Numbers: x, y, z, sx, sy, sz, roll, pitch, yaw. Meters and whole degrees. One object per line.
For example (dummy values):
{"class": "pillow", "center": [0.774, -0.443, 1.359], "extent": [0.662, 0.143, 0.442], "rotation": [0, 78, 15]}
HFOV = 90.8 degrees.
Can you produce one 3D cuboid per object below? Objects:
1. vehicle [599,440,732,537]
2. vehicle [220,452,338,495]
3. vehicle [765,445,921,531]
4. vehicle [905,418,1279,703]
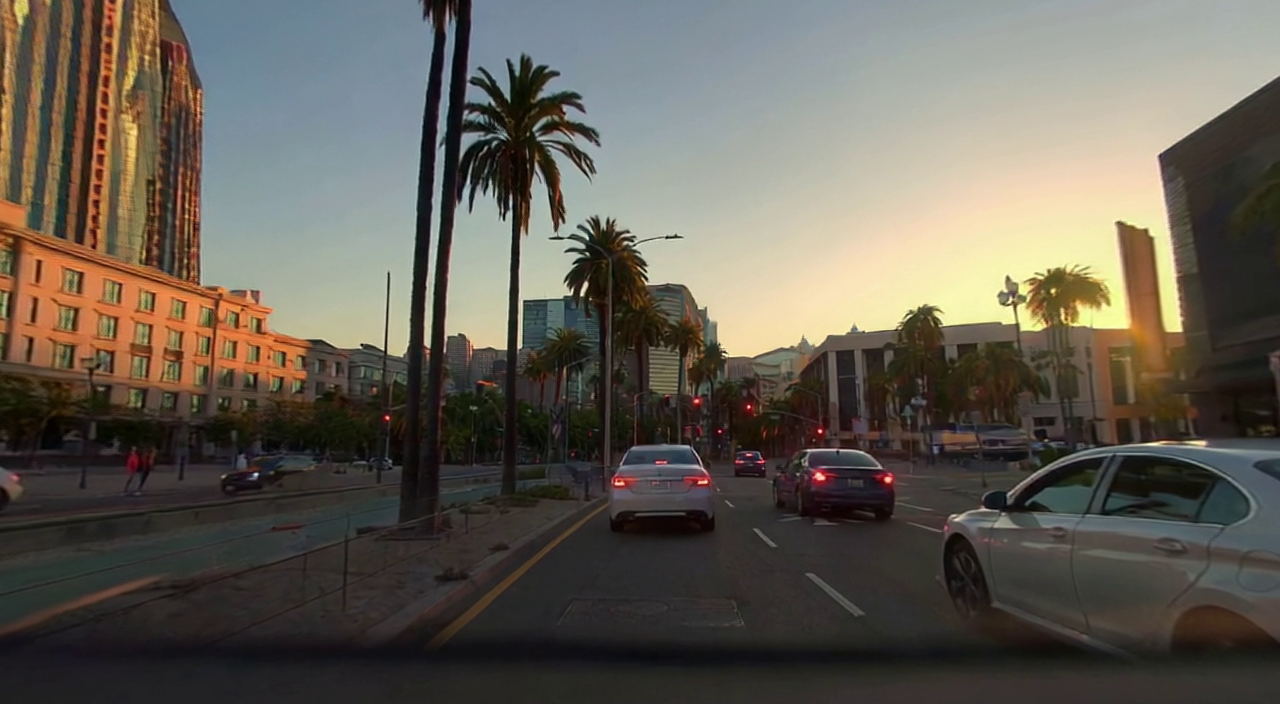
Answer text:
{"class": "vehicle", "center": [0.489, 2.433, 11.833], "extent": [2.078, 1.503, 3.681], "rotation": [-1, -9, 3]}
{"class": "vehicle", "center": [-15.644, 5.248, 27.714], "extent": [2.078, 1.662, 4.436], "rotation": [-2, -9, 9]}
{"class": "vehicle", "center": [4.033, 2.736, 13.407], "extent": [1.920, 1.490, 4.417], "rotation": [0, -9, 1]}
{"class": "vehicle", "center": [3.640, 1.265, 4.276], "extent": [1.913, 1.469, 4.425], "rotation": [-1, -9, 2]}
